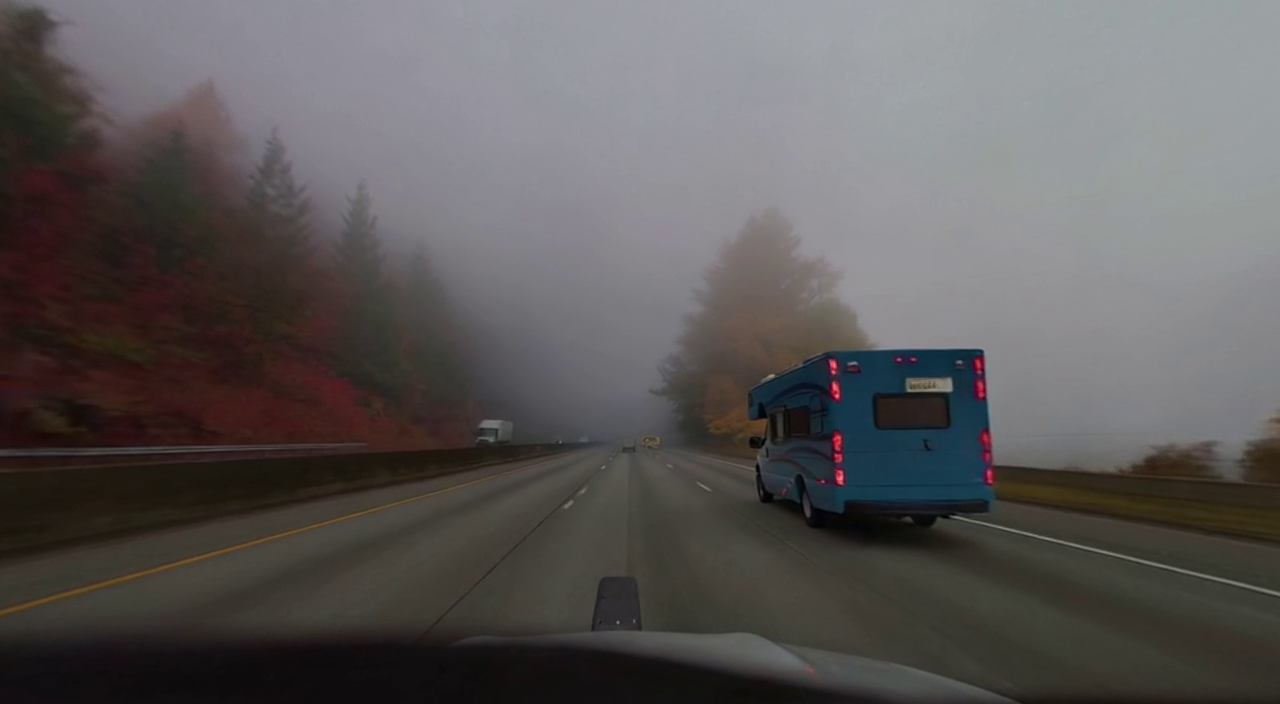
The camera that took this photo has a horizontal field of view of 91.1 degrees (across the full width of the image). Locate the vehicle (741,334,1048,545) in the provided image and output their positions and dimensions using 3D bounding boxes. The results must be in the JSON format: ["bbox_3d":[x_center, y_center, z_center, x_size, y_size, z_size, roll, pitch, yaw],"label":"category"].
[{"bbox_3d":[4.036,1.656,12.192,2.815,2.876,7.101,0,-8,-1],"label":"vehicle"}]
